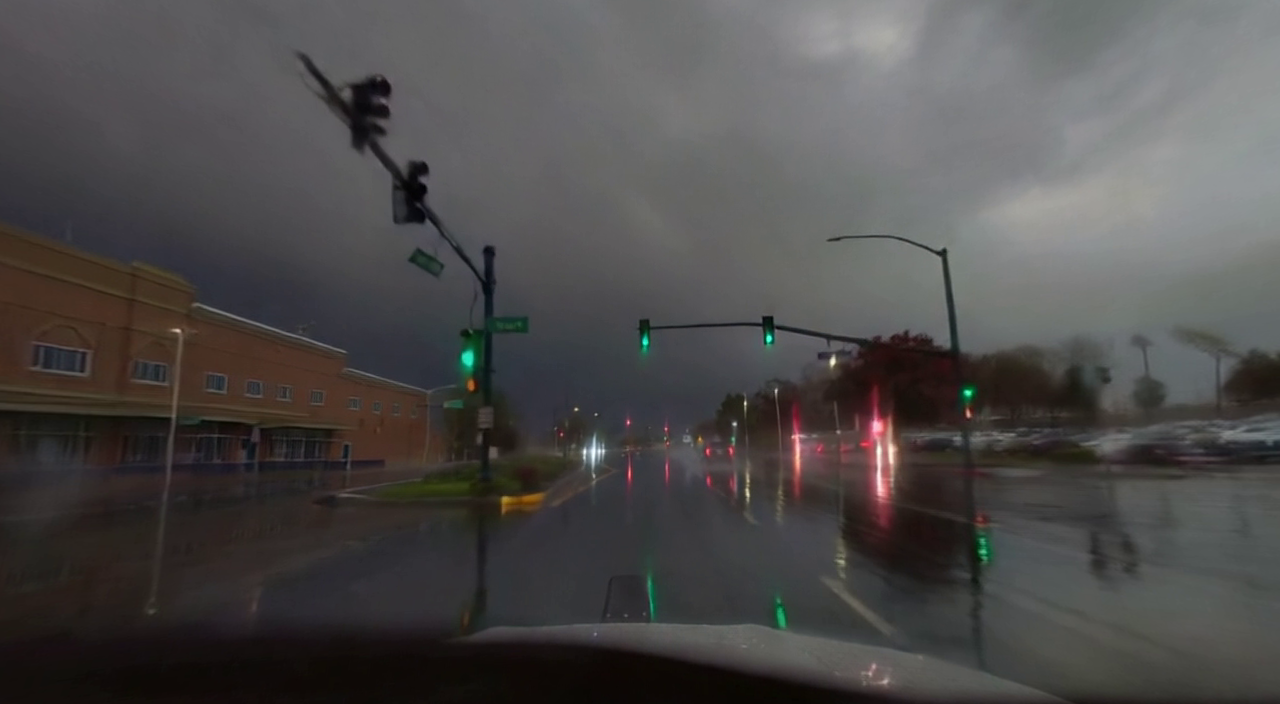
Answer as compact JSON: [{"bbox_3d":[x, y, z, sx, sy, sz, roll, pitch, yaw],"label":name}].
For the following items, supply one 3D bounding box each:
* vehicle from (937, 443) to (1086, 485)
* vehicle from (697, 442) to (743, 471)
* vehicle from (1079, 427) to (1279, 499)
[{"bbox_3d":[13.989,4.180,23.882,4.581,1.434,1.893,-7,-11,36],"label":"vehicle"},{"bbox_3d":[4.456,5.934,35.819,2.038,1.528,4.259,0,-9,0],"label":"vehicle"},{"bbox_3d":[14.577,2.869,16.501,4.491,1.702,2.094,-2,-9,13],"label":"vehicle"}]
